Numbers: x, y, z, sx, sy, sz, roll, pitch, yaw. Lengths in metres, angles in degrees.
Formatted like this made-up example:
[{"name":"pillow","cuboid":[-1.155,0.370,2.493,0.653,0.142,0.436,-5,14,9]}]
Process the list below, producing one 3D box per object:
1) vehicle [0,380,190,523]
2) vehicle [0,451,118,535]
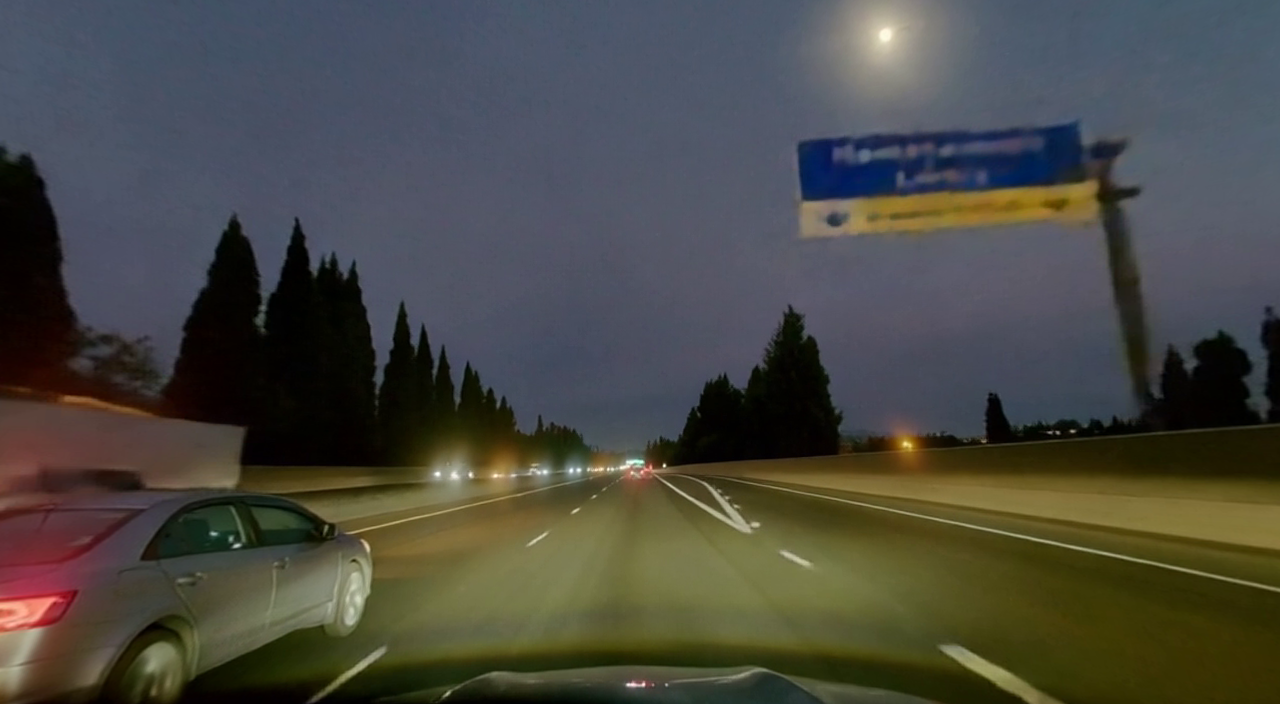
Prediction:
[{"name":"vehicle","cuboid":[-17.186,2.601,16.361,2.711,3.469,11.278,1,-10,-1]},{"name":"vehicle","cuboid":[-12.464,2.562,11.542,1.901,1.489,4.490,1,-10,0]}]
